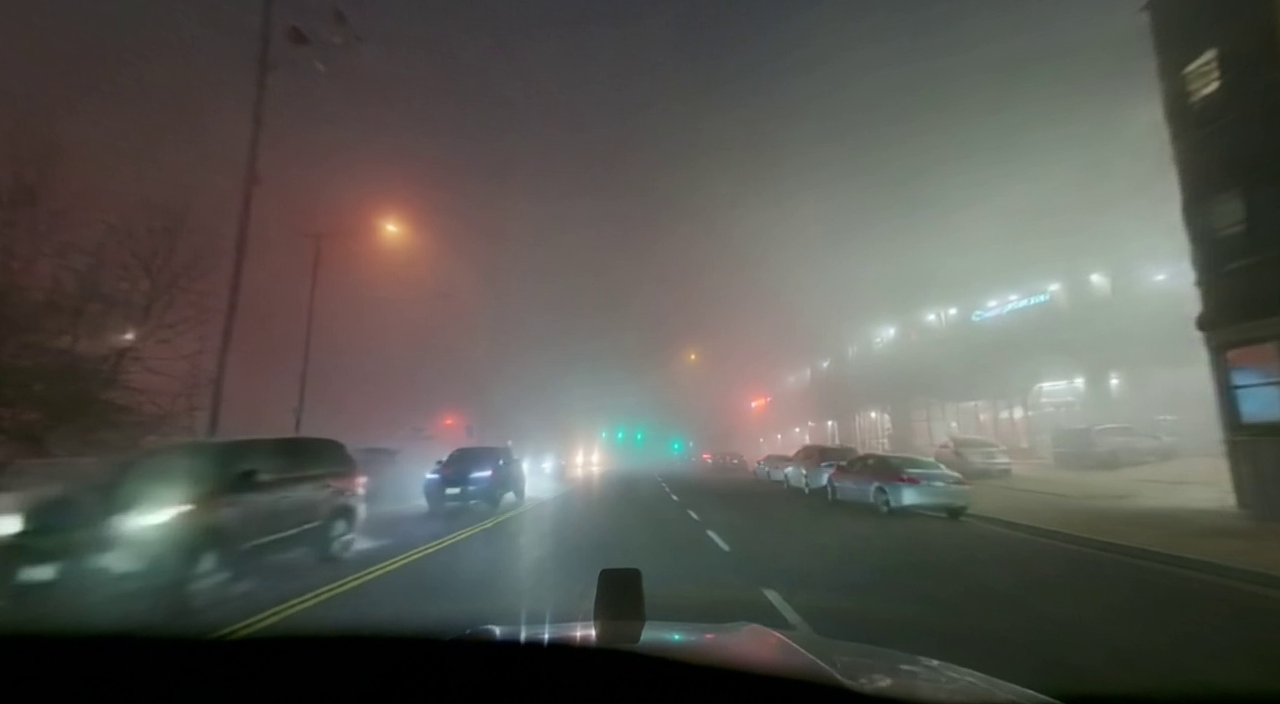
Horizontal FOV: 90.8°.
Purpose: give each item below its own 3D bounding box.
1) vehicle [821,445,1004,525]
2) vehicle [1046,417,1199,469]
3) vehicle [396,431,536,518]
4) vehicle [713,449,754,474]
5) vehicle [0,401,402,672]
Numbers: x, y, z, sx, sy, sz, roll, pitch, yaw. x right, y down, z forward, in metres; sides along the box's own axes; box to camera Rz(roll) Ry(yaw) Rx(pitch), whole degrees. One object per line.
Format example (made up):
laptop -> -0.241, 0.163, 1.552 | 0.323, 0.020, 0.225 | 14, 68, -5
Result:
vehicle -> 5.970, 2.918, 14.566 | 2.054, 1.525, 4.258 | 0, -8, -4
vehicle -> 17.236, 3.290, 22.929 | 1.908, 1.680, 4.434 | 0, -8, -2
vehicle -> -3.795, 2.745, 14.681 | 1.914, 1.682, 4.263 | -1, -8, 2
vehicle -> 5.986, 7.035, 40.886 | 1.837, 1.482, 4.706 | 0, -8, -1
vehicle -> -4.331, 1.463, 6.182 | 2.145, 1.653, 4.421 | -1, -8, 2
